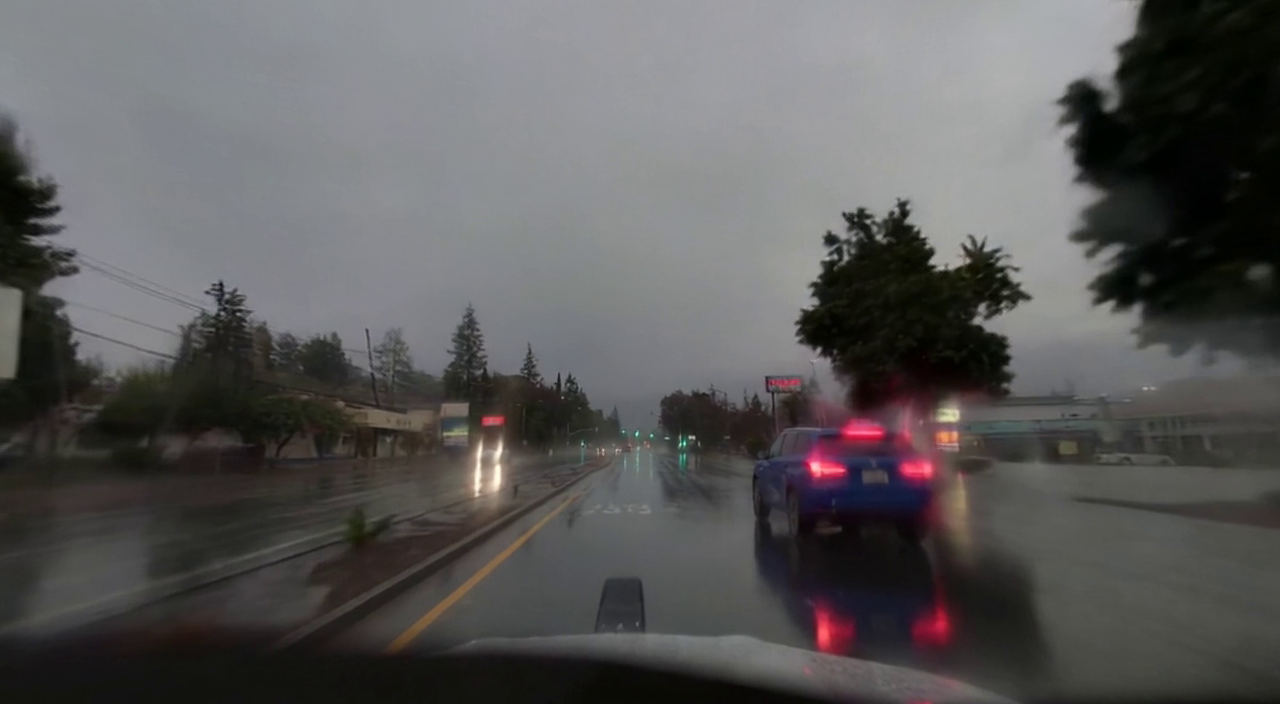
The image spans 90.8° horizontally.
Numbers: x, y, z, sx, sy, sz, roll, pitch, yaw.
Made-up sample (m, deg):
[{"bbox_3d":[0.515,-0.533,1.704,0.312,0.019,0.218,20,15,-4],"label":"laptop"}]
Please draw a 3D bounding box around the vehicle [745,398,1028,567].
[{"bbox_3d":[3.042,1.754,9.156,2.130,1.790,4.615,0,-9,-1],"label":"vehicle"}]
